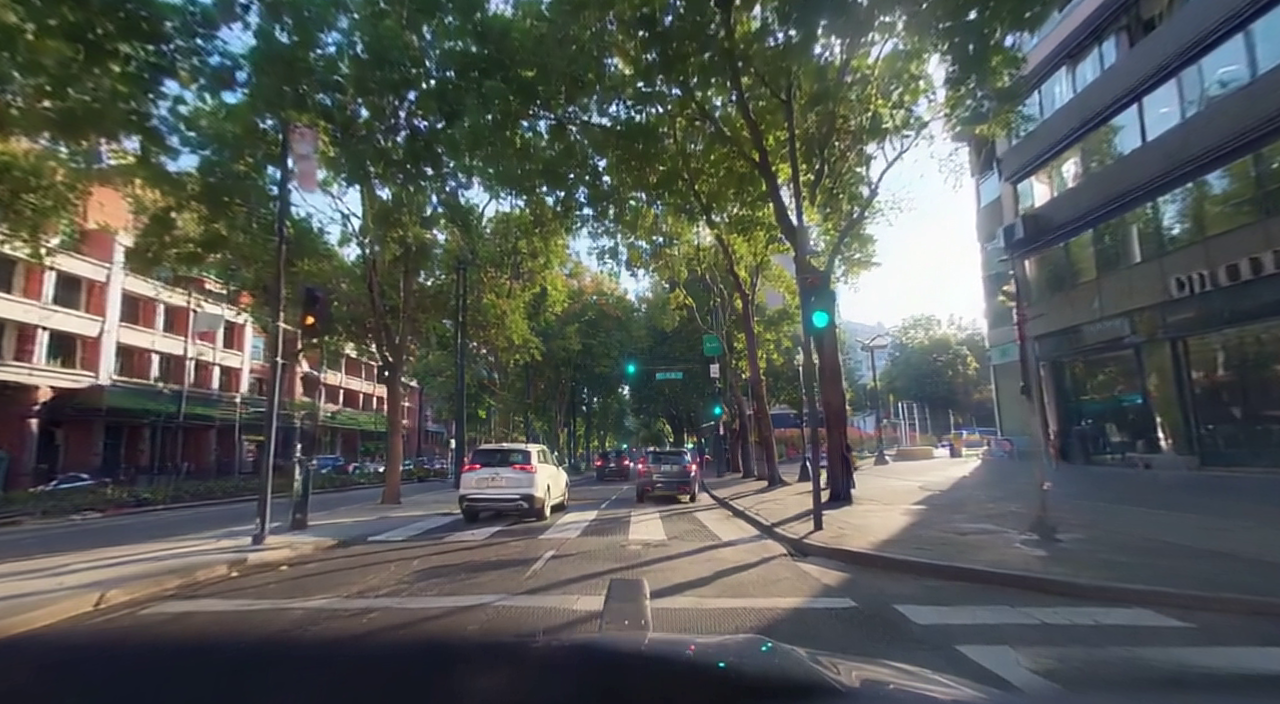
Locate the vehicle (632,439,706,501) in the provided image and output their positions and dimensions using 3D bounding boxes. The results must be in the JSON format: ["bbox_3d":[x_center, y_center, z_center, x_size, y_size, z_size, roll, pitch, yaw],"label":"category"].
[{"bbox_3d":[0.896,3.688,20.097,2.120,1.758,3.917,-1,-9,2],"label":"vehicle"}]

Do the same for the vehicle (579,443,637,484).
[{"bbox_3d":[-1.489,5.471,31.316,2.220,1.847,4.587,-1,-9,5],"label":"vehicle"}]

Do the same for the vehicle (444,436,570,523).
[{"bbox_3d":[-2.893,2.854,14.626,1.940,1.722,3.823,-1,-9,2],"label":"vehicle"}]

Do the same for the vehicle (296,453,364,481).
[{"bbox_3d":[-24.377,9.028,49.870,2.144,1.993,6.287,0,-9,1],"label":"vehicle"}]
